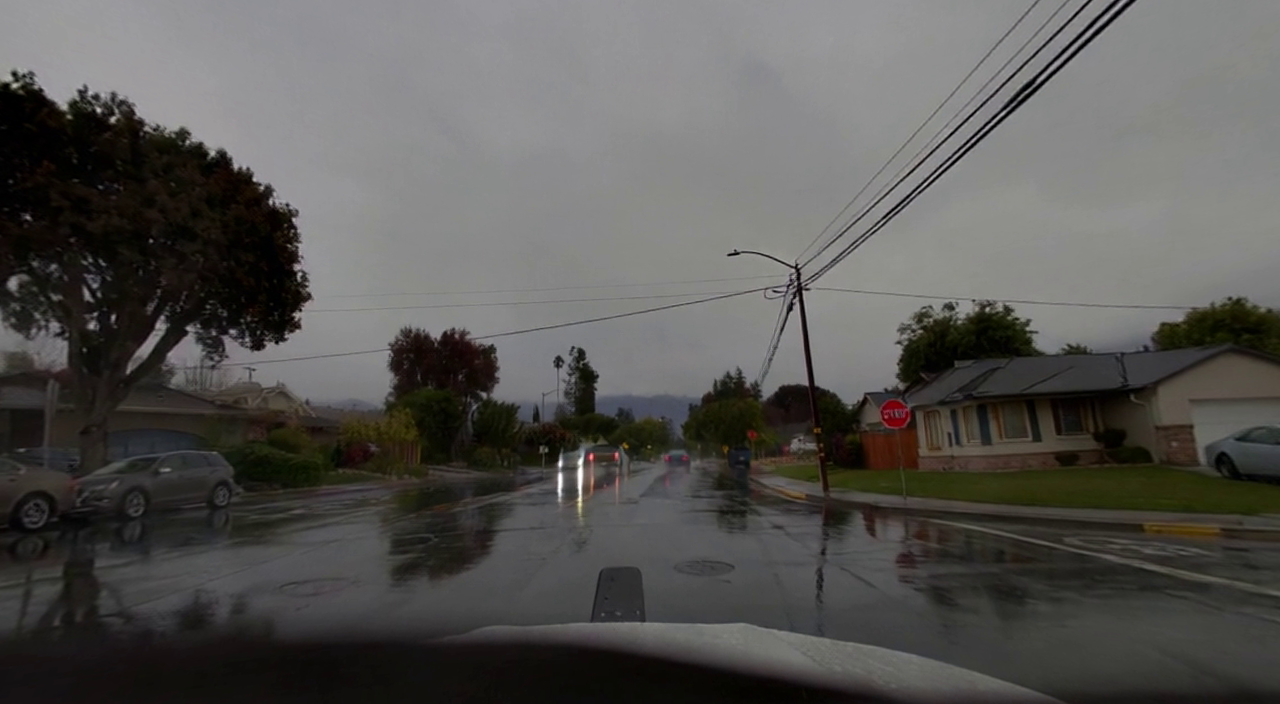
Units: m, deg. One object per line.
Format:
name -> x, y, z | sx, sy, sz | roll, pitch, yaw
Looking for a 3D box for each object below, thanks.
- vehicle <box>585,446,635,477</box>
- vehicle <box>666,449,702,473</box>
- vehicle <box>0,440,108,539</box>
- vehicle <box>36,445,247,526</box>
vehicle -> -1.664, 6.387, 36.975 | 2.178, 1.695, 4.339 | -1, -8, 7
vehicle -> 2.921, 7.105, 41.245 | 1.955, 1.459, 4.383 | -1, -8, 9
vehicle -> -14.111, 2.784, 12.312 | 2.191, 1.980, 5.888 | -4, -9, 1
vehicle -> -13.781, 3.715, 17.915 | 2.076, 1.864, 4.730 | -3, -10, 1
